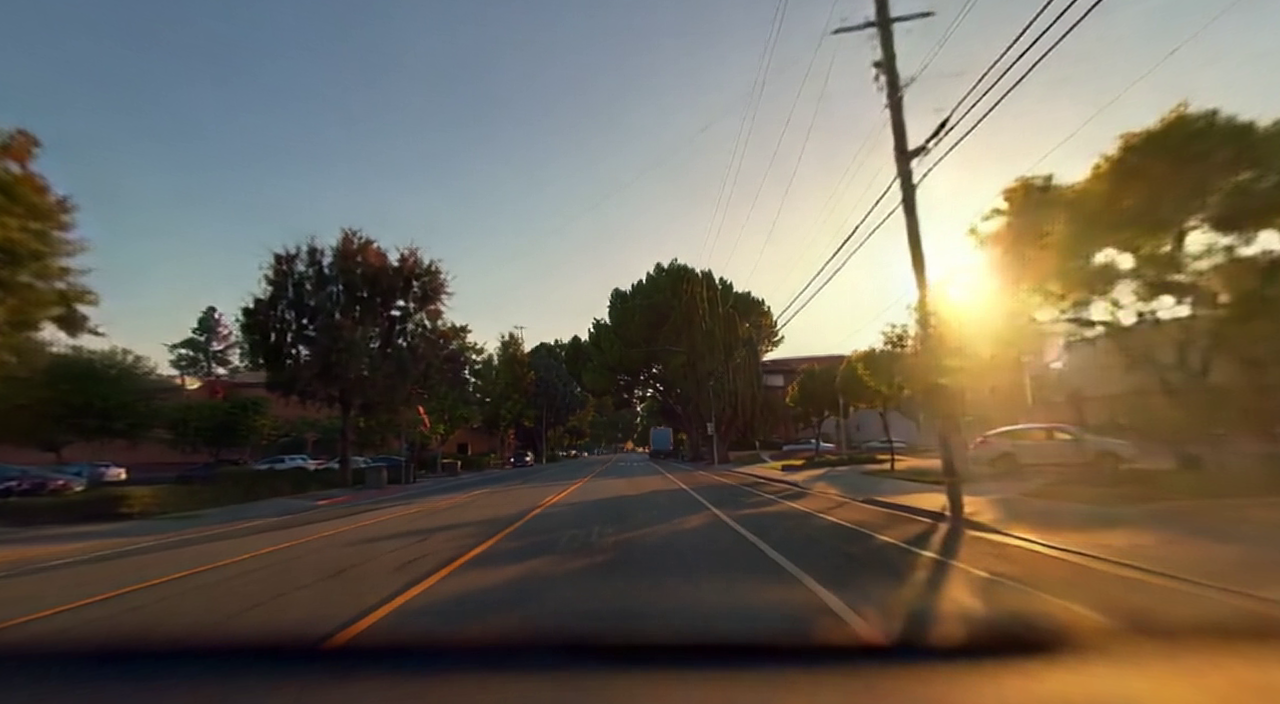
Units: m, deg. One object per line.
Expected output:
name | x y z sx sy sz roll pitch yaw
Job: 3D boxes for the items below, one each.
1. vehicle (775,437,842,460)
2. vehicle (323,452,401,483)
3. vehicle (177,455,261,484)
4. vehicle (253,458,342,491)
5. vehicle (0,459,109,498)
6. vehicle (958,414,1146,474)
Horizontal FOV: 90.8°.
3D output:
vehicle | 12.849 7.370 48.279 4.554 1.668 1.974 -5 -10 28
vehicle | -16.548 6.838 37.623 4.311 1.746 1.984 -5 -10 29
vehicle | -27.677 7.674 41.657 4.417 1.747 1.954 5 -10 -33
vehicle | -17.347 6.139 31.905 4.708 1.472 1.994 -6 -11 35
vehicle | -27.263 5.729 28.724 4.272 1.613 1.855 2 -9 -14
vehicle | 12.742 2.928 19.984 4.632 1.701 1.975 -5 -10 26
